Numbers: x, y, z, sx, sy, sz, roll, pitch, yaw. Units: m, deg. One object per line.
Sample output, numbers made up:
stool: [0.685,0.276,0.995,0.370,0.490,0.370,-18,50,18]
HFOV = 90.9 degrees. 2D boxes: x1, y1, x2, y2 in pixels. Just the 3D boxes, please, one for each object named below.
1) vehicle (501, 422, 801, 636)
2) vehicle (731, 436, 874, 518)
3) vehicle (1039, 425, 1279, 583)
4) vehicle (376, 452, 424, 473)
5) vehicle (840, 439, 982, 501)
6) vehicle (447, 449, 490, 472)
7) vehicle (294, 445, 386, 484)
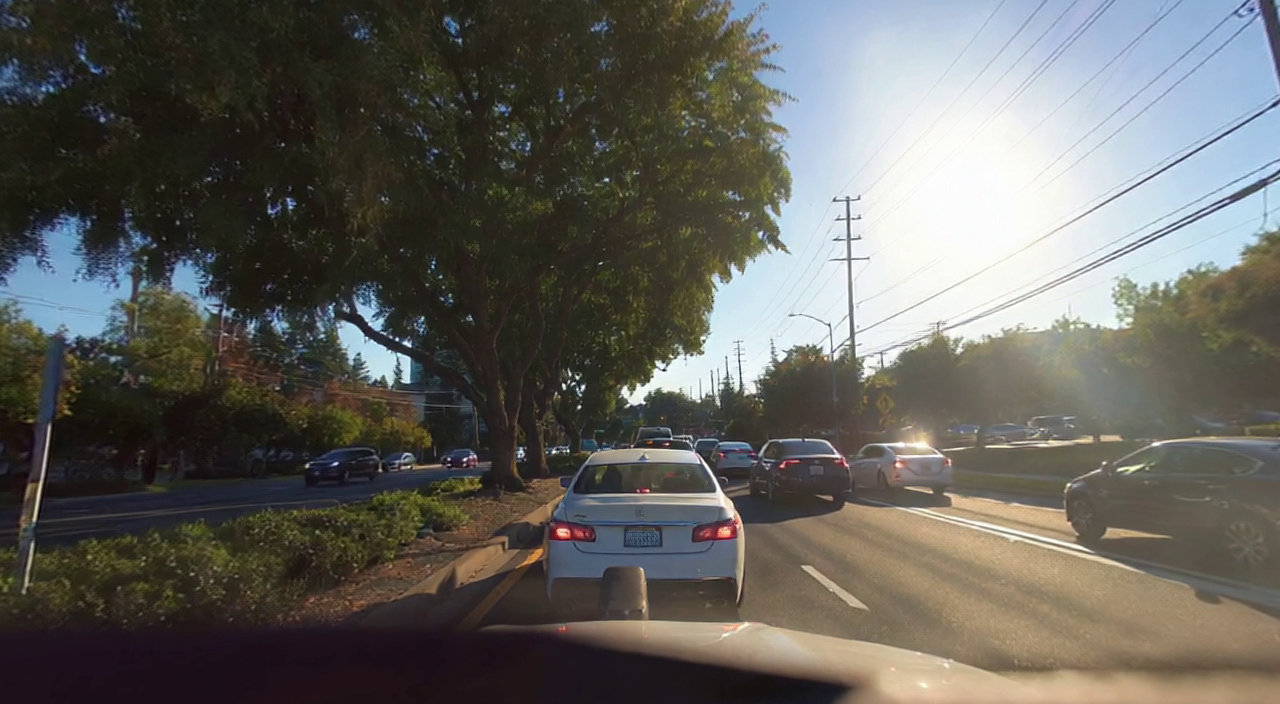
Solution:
vehicle: [0.063,1.537,6.475,2.108,1.479,3.935,0,-8,0]
vehicle: [3.336,2.632,13.869,1.979,1.504,4.156,0,-8,-1]
vehicle: [6.989,1.627,7.286,1.850,1.480,4.474,0,-8,1]
vehicle: [-18.761,8.641,49.507,1.884,1.466,4.821,0,-8,0]
vehicle: [7.271,3.184,17.527,1.899,1.458,4.499,0,-8,-1]
vehicle: [-12.005,7.606,44.365,1.804,1.430,4.456,0,-8,0]
vehicle: [-15.298,5.731,32.541,2.056,1.809,5.354,0,-8,0]
